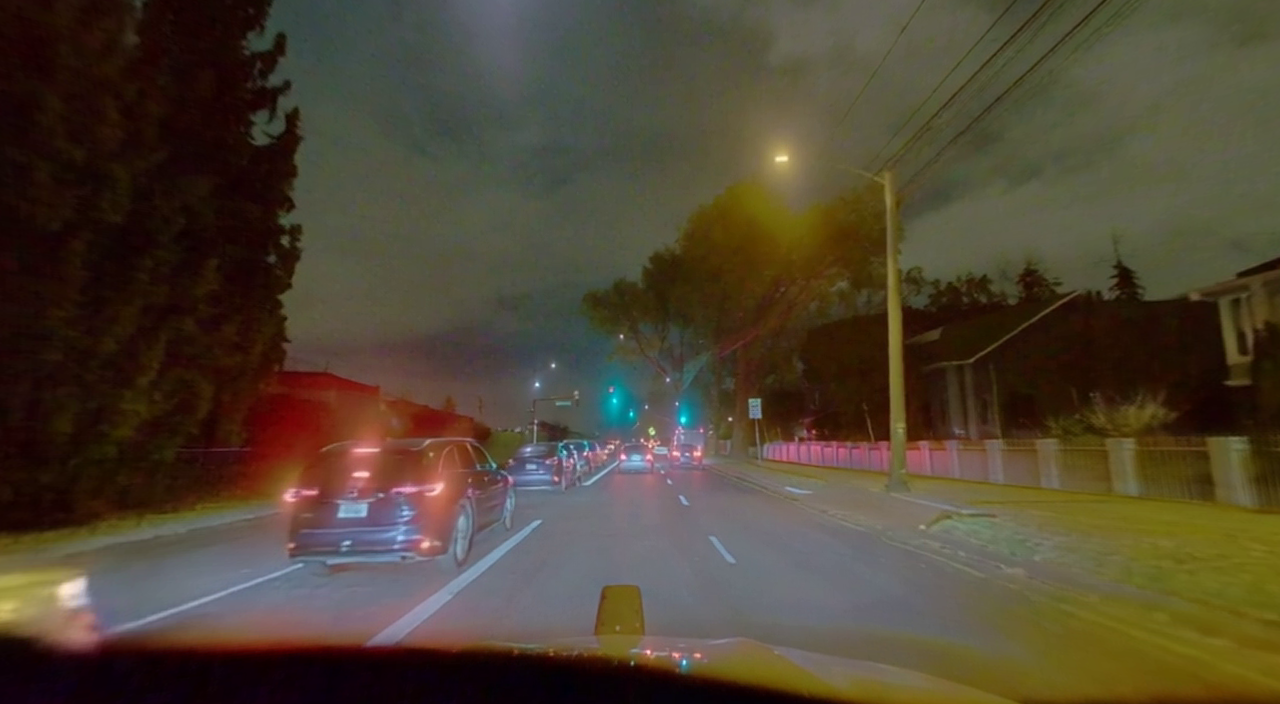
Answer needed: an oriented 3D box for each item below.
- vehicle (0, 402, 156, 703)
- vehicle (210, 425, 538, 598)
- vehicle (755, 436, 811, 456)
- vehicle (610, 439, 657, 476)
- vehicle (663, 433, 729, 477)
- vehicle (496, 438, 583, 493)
[{"bbox_3d":[-3.032,0.664,0.380,1.970,1.477,4.380,0,-9,0],"label":"vehicle"},{"bbox_3d":[-2.693,1.734,7.854,2.081,1.488,4.566,0,-9,0],"label":"vehicle"},{"bbox_3d":[11.079,7.308,48.973,3.883,1.496,1.779,1,-9,-2],"label":"vehicle"},{"bbox_3d":[-0.306,4.578,27.646,1.927,1.453,3.848,0,-9,-1],"label":"vehicle"},{"bbox_3d":[2.255,4.329,26.748,2.258,1.682,4.635,0,-9,-1],"label":"vehicle"},{"bbox_3d":[-2.966,3.477,19.714,1.897,1.484,4.716,0,-9,1],"label":"vehicle"}]
